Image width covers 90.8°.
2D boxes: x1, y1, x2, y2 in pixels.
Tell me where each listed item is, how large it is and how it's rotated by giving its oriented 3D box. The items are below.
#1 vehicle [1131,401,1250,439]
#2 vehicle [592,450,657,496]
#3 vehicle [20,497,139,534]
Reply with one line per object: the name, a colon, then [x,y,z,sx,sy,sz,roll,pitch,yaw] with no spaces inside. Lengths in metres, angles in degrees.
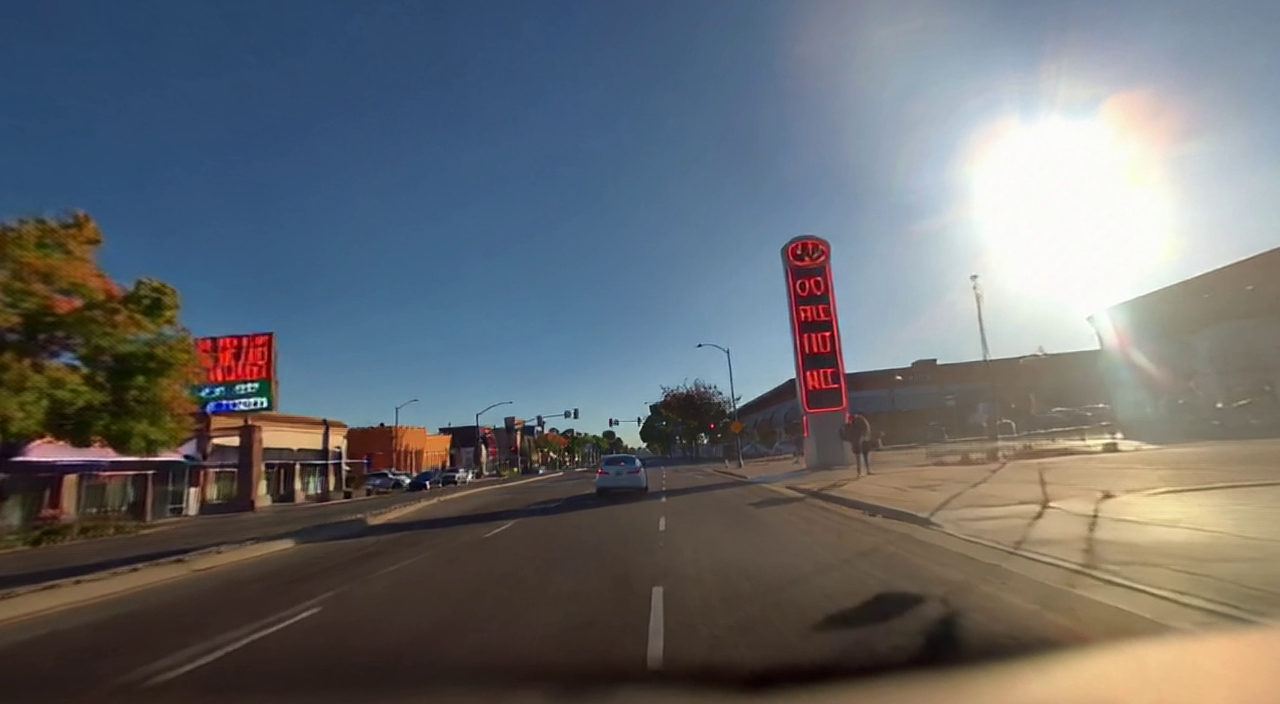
vehicle: [27.649,3.496,31.971,1.965,1.693,4.635,-1,-9,3]
vehicle: [-0.469,4.234,22.445,1.977,1.451,4.032,-1,-9,3]
vehicle: [-30.118,8.770,34.137,1.817,1.485,4.436,-3,-9,13]
